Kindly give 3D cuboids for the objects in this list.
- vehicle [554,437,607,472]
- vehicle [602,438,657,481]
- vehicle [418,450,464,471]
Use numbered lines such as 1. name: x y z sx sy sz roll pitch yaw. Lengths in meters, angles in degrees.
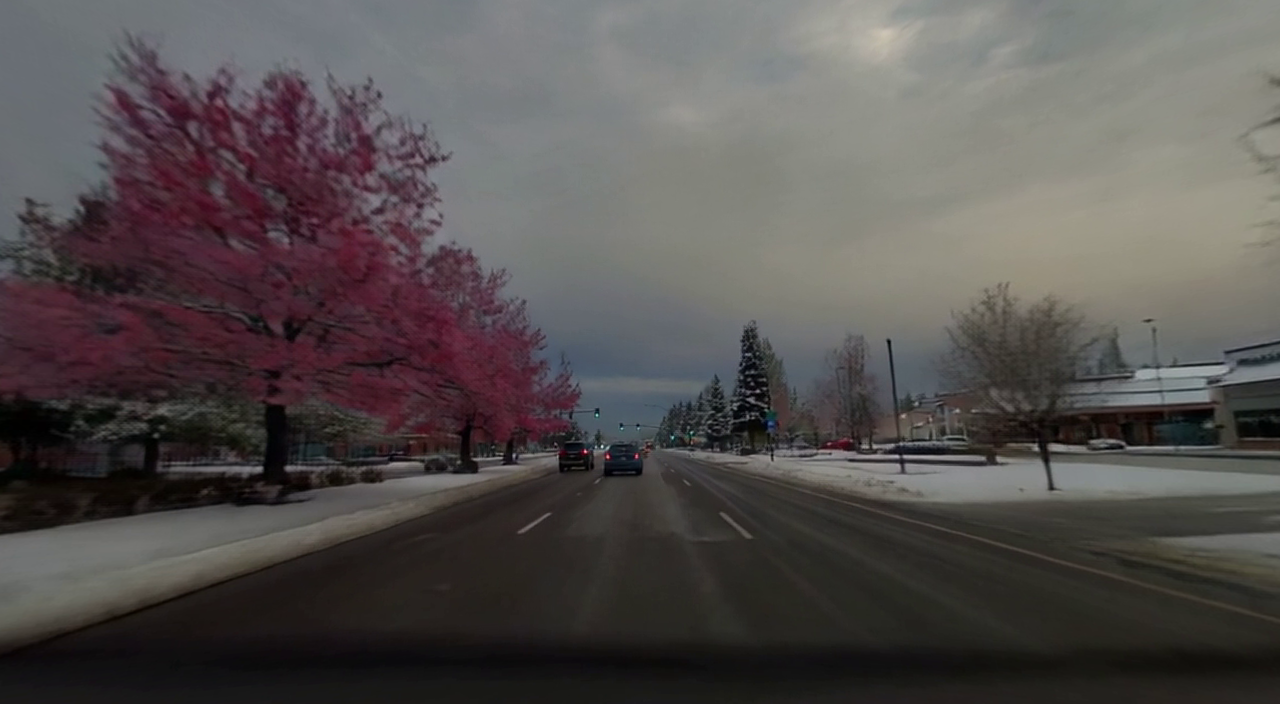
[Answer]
1. vehicle: -3.327 5.892 36.246 2.453 1.844 4.751 0 -8 1
2. vehicle: -0.361 4.621 27.316 2.149 1.701 4.379 0 -8 3
3. vehicle: -14.440 7.895 45.852 1.838 1.458 4.336 0 -8 1
